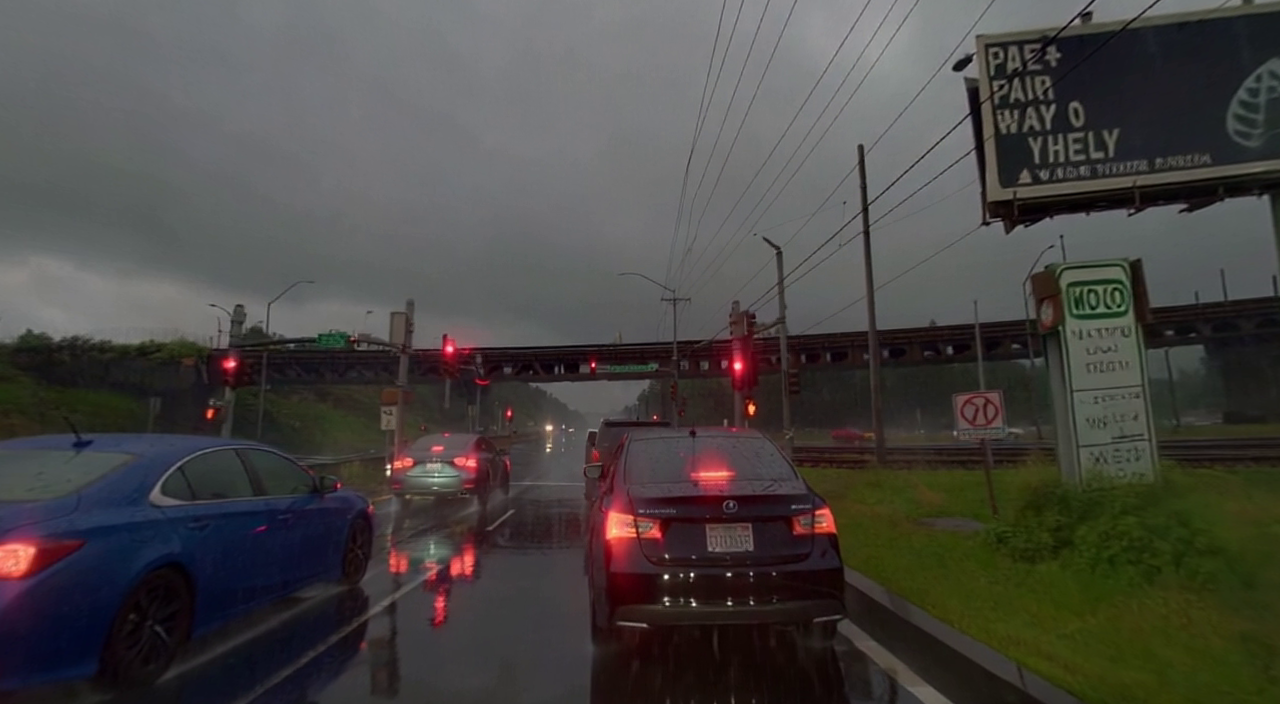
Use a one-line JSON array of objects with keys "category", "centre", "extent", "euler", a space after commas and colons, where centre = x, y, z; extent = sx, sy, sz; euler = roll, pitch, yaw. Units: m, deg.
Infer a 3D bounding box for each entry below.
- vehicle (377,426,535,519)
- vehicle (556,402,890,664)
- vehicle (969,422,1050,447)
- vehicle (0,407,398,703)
[{"category": "vehicle", "centre": [-3.371, 2.288, 12.484], "extent": [1.984, 1.505, 4.047], "euler": [0, -8, -2]}, {"category": "vehicle", "centre": [0.397, 1.363, 5.811], "extent": [1.998, 1.529, 3.960], "euler": [0, -8, -3]}, {"category": "vehicle", "centre": [27.165, 6.135, 46.593], "extent": [4.544, 1.762, 2.272], "euler": [0, -9, -1]}, {"category": "vehicle", "centre": [-3.710, 1.294, 4.828], "extent": [1.956, 1.468, 4.585], "euler": [0, -8, -1]}]
